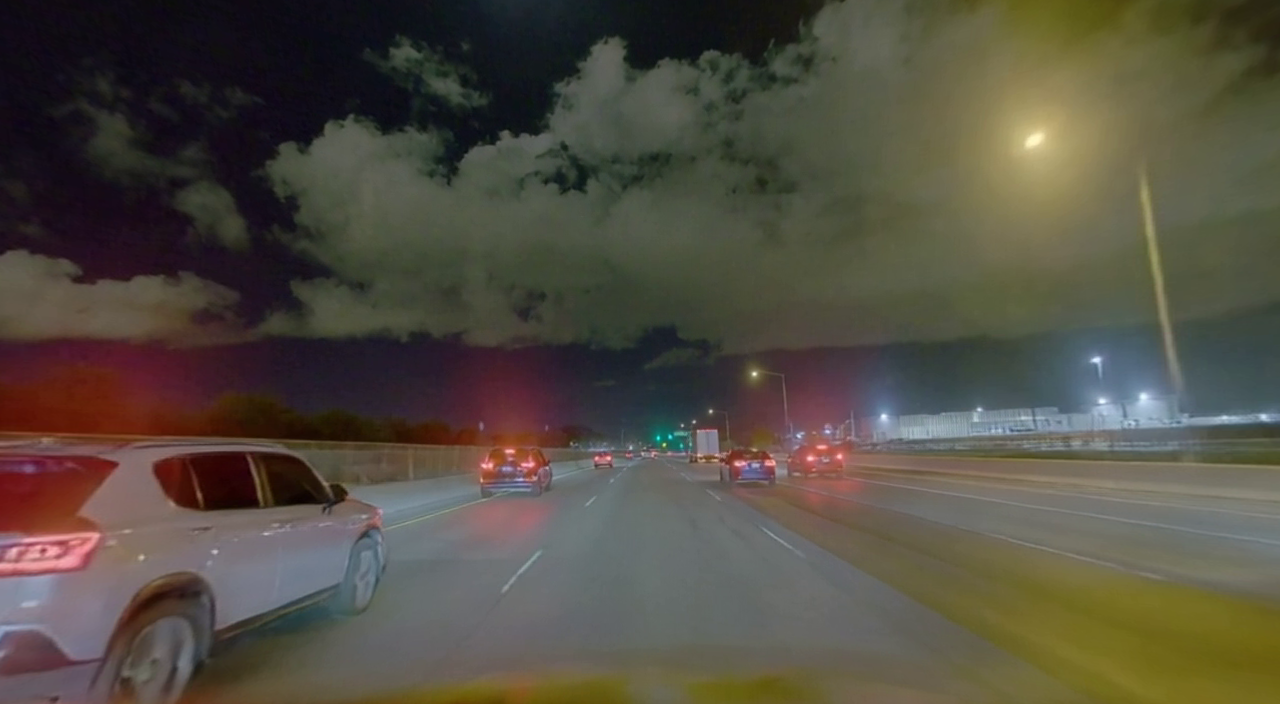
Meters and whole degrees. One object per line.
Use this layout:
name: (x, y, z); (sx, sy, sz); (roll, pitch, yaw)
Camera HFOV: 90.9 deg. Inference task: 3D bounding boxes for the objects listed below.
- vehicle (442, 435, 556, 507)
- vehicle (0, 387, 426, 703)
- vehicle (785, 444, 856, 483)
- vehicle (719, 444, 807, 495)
vehicle: (-3.595, 3.099, 16.928); (2.036, 1.669, 4.112); (0, -8, 1)
vehicle: (-3.432, 1.208, 4.358); (2.067, 1.555, 4.851); (-1, -8, 2)
vehicle: (7.600, 4.727, 27.008); (1.860, 1.520, 3.961); (0, -8, 0)
vehicle: (3.889, 3.776, 20.747); (1.942, 1.453, 4.329); (0, -8, -1)
